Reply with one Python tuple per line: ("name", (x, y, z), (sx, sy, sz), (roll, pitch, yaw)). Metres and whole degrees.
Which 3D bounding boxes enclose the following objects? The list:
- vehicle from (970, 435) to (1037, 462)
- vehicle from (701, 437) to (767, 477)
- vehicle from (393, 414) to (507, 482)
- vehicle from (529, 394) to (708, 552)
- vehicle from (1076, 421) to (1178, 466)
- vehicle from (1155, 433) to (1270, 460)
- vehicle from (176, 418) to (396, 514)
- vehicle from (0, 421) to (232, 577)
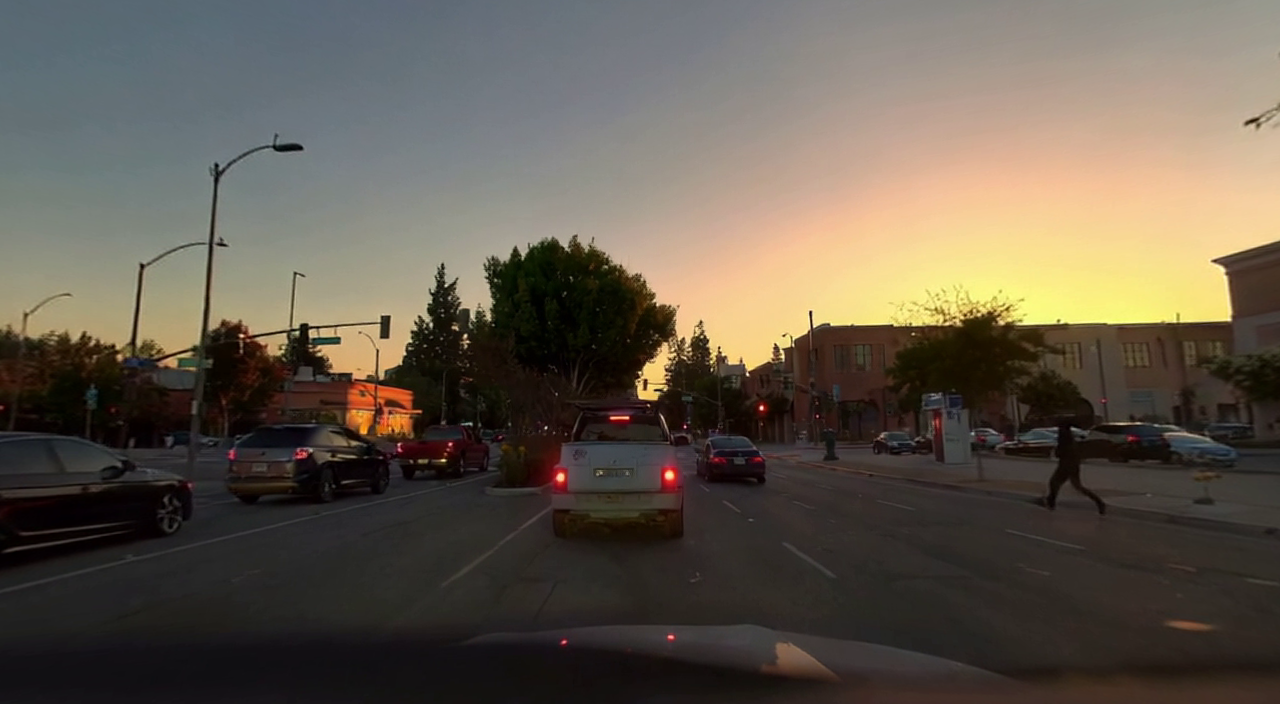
("vehicle", (20.296, 5.378, 35.151), (3.836, 1.443, 1.694), (6, -10, -34))
("vehicle", (3.557, 4.076, 24.707), (2.023, 1.441, 4.240), (0, -8, 1))
("vehicle", (-6.374, 3.307, 21.808), (2.496, 2.112, 4.351), (0, -8, 1))
("vehicle", (-0.241, 1.710, 9.489), (2.064, 1.817, 4.298), (0, -8, 0))
("vehicle", (19.434, 3.638, 25.111), (4.156, 1.622, 1.924), (6, -10, -35))
("vehicle", (29.713, 4.911, 32.778), (4.176, 1.313, 1.719), (0, -9, 3))
("vehicle", (-7.090, 2.337, 13.355), (1.941, 1.655, 4.503), (0, -8, 1))
("vehicle", (-6.941, 1.548, 7.058), (1.831, 1.451, 4.382), (0, -8, 0))
